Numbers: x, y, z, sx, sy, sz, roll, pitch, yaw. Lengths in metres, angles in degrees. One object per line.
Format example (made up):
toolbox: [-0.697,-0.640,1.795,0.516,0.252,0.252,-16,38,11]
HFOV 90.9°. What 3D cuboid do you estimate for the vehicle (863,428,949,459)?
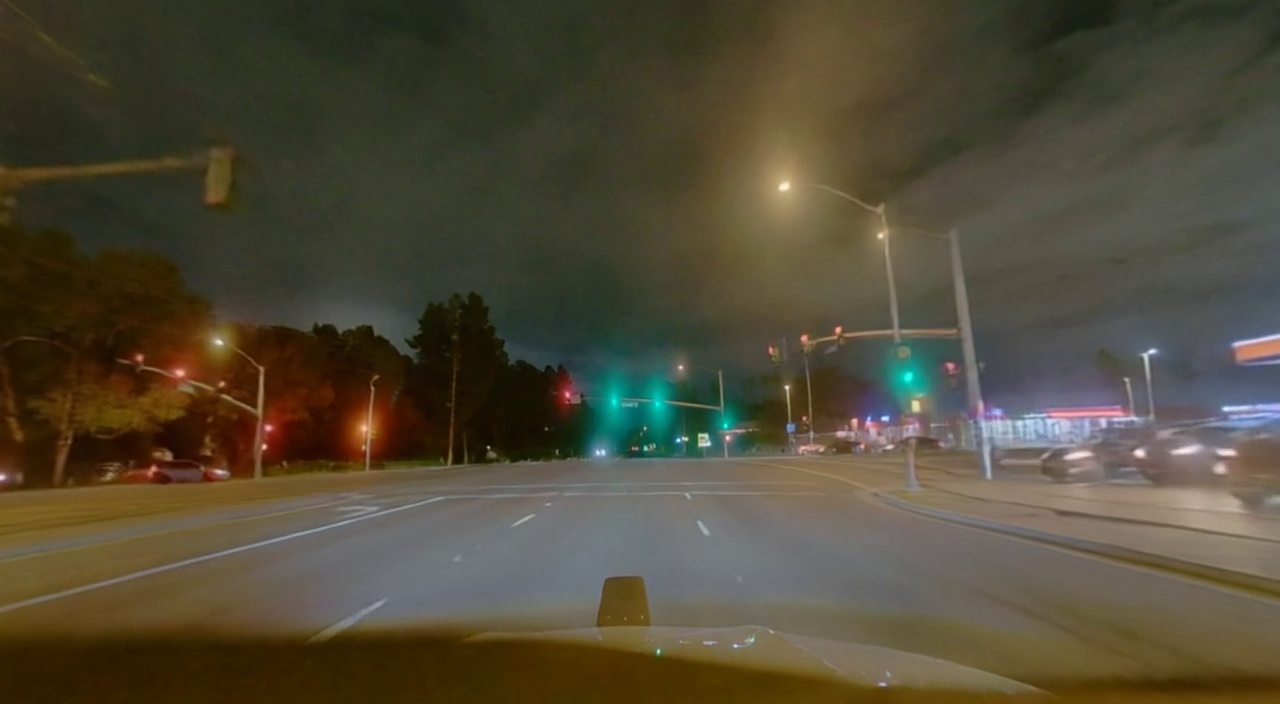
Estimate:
vehicle: [17.994,6.237,42.763,4.721,1.637,2.256,-4,-8,-9]

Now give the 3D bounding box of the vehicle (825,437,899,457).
vehicle: [16.077,6.899,45.759,4.582,1.436,2.073,1,-9,-7]
